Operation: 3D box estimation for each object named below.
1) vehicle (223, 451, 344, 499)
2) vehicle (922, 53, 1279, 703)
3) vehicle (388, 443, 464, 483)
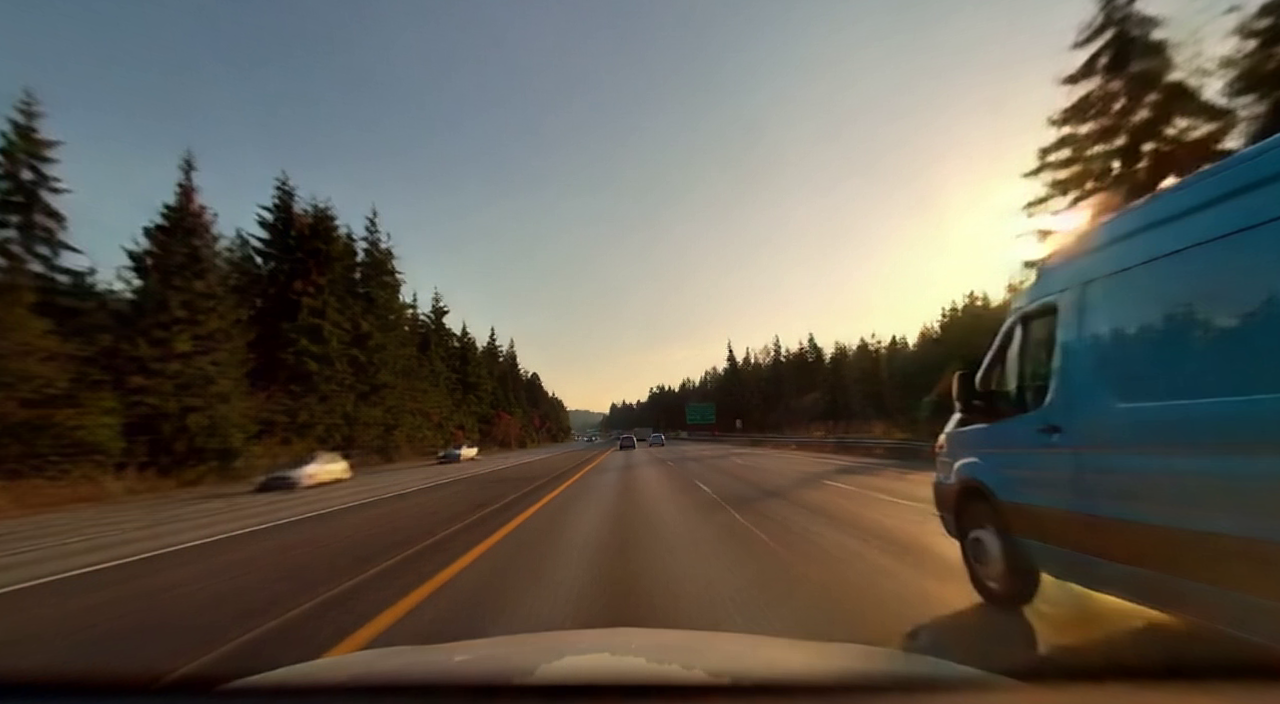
[{"bbox_3d":[-13.476,4.647,24.140,1.935,1.512,4.688,0,-8,-1],"label":"vehicle"},{"bbox_3d":[3.701,0.040,1.661,2.416,2.595,7.243,0,-8,-1],"label":"vehicle"},{"bbox_3d":[-9.381,4.863,27.945,1.870,1.542,4.363,0,-8,0],"label":"vehicle"}]
